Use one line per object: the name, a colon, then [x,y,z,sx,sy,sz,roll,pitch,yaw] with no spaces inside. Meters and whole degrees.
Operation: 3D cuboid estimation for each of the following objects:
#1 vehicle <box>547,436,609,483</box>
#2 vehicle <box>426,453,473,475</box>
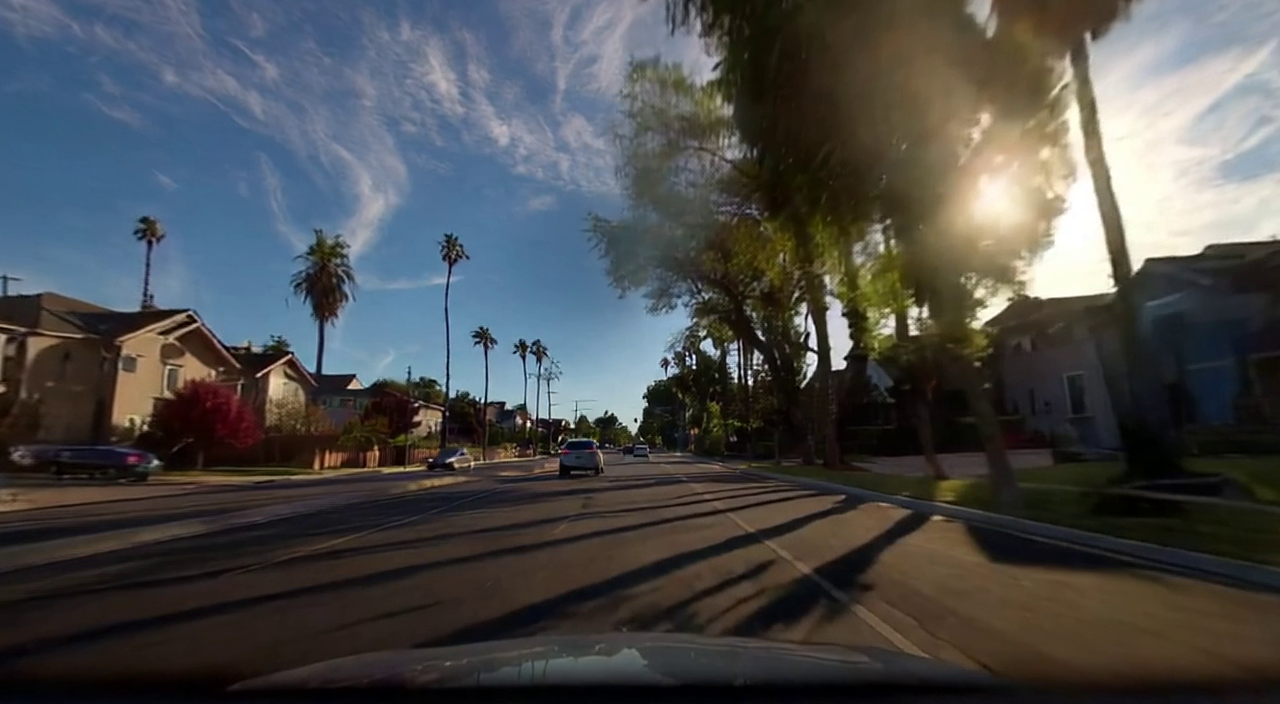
vehicle: [-2.784,5.037,29.746,2.370,1.968,5.698,0,-9,0]
vehicle: [-14.172,8.366,47.248,1.962,1.511,4.802,0,-9,1]
